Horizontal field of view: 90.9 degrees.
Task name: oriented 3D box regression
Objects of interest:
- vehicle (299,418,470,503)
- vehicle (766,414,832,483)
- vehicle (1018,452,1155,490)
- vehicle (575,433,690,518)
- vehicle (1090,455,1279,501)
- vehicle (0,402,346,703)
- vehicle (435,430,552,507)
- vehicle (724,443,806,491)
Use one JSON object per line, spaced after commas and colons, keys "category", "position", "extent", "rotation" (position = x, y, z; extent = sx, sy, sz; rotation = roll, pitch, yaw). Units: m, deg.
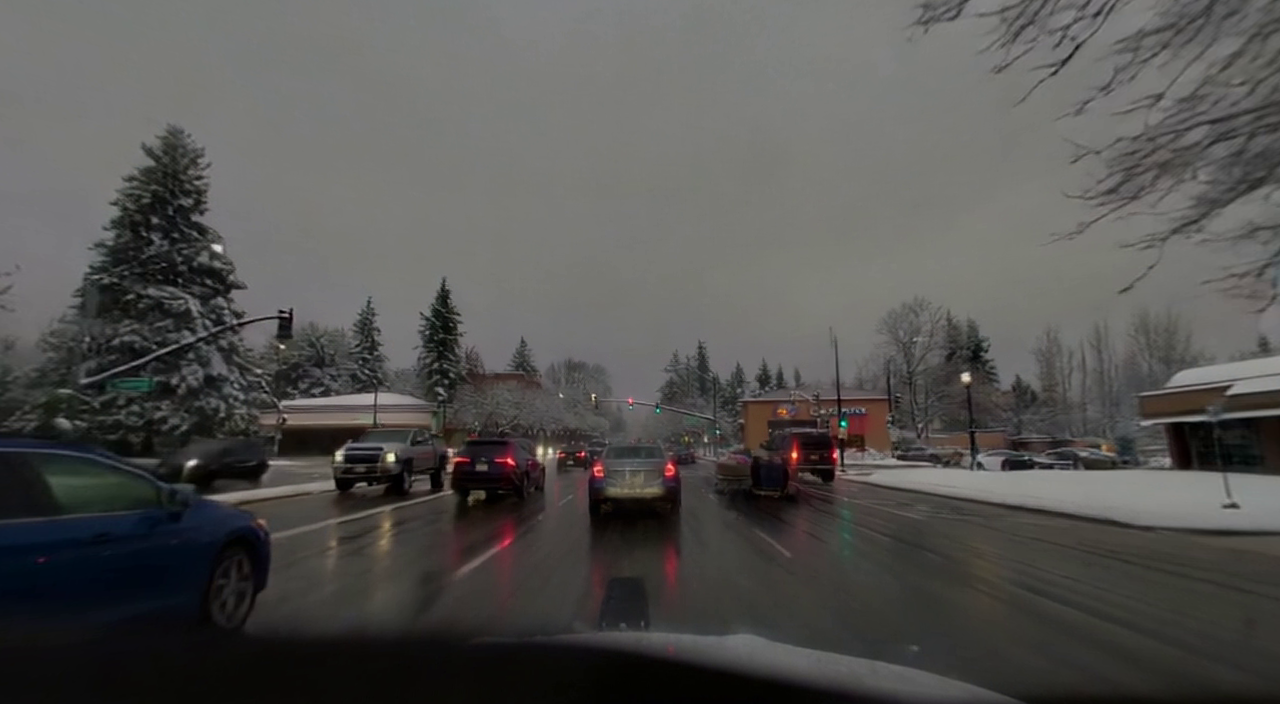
{"category": "vehicle", "position": [-6.882, 3.029, 17.942], "extent": [2.321, 2.013, 5.640], "rotation": [0, -9, 2]}
{"category": "vehicle", "position": [8.025, 4.922, 32.179], "extent": [2.613, 3.281, 2.673], "rotation": [1, -8, -1]}
{"category": "vehicle", "position": [19.403, 5.180, 27.576], "extent": [4.379, 1.558, 2.033], "rotation": [0, -9, 1]}
{"category": "vehicle", "position": [-0.126, 2.602, 13.740], "extent": [2.121, 1.563, 4.031], "rotation": [0, -9, 0]}
{"category": "vehicle", "position": [18.845, 4.340, 21.900], "extent": [4.795, 1.457, 1.986], "rotation": [-1, -9, 4]}
{"category": "vehicle", "position": [-3.697, 1.066, 3.318], "extent": [1.992, 1.493, 4.688], "rotation": [0, -9, 1]}
{"category": "vehicle", "position": [-3.560, 2.918, 16.160], "extent": [1.983, 1.685, 3.997], "rotation": [0, -9, 1]}
{"category": "vehicle", "position": [4.268, 3.985, 22.217], "extent": [1.979, 1.485, 4.207], "rotation": [0, -9, -1]}
